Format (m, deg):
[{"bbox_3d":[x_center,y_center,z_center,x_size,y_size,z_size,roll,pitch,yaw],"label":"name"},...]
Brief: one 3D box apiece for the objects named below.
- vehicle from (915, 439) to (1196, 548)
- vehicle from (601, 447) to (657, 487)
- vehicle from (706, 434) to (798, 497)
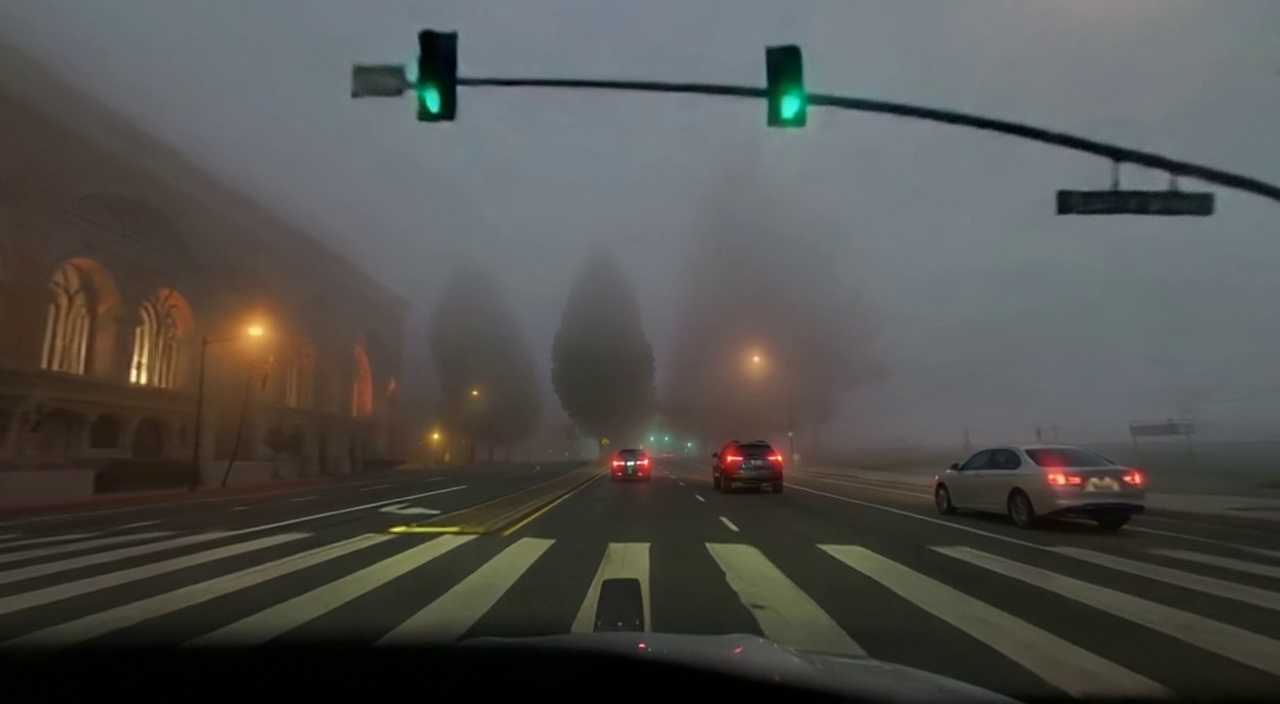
[{"bbox_3d":[6.677,2.268,10.899,1.868,1.472,4.274,0,-8,-1],"label":"vehicle"},{"bbox_3d":[-0.434,4.499,25.114,2.054,1.446,3.969,0,-8,-1],"label":"vehicle"},{"bbox_3d":[3.440,3.578,20.296,2.036,1.757,4.300,0,-8,-1],"label":"vehicle"}]
